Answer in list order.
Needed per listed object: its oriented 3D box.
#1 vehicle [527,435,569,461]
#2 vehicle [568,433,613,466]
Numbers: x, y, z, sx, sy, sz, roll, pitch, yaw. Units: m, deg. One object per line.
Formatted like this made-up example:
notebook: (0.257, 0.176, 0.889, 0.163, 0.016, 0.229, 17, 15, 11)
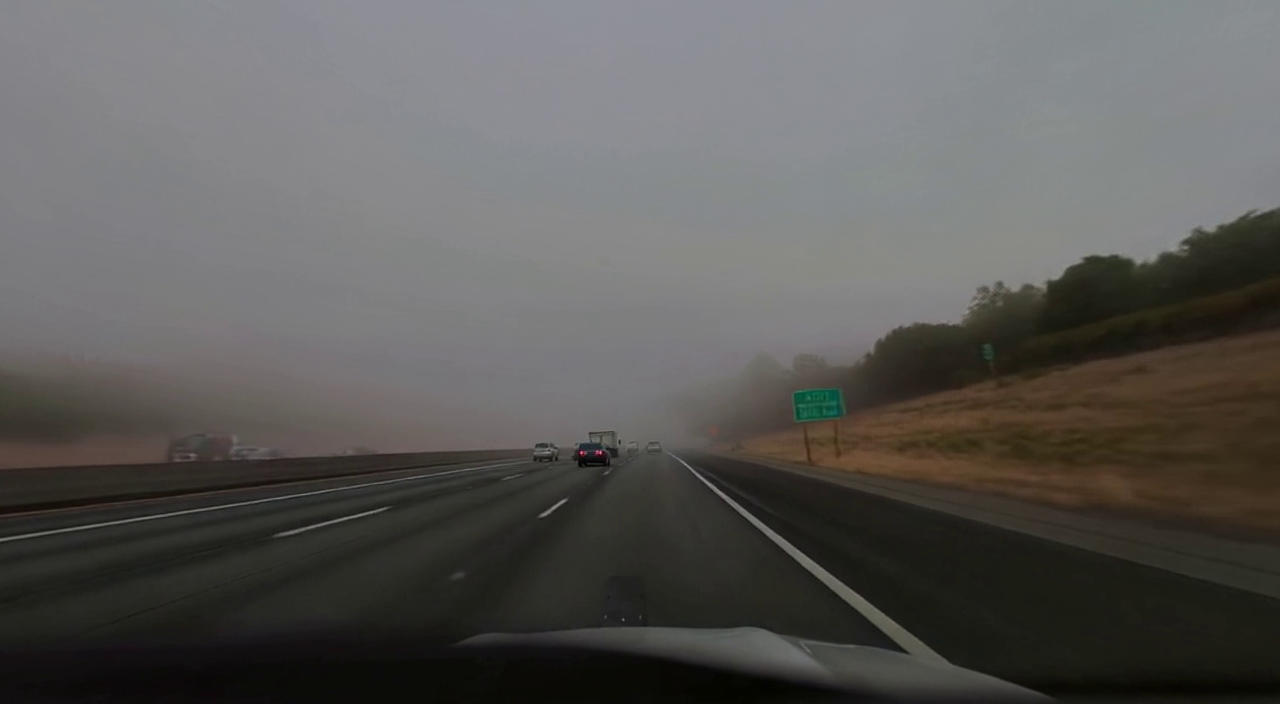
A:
vehicle: (-6.476, 6.838, 44.644, 2.078, 1.729, 4.722, 0, -8, 2)
vehicle: (-2.785, 5.587, 36.148, 2.194, 1.766, 3.720, 0, -8, 1)
